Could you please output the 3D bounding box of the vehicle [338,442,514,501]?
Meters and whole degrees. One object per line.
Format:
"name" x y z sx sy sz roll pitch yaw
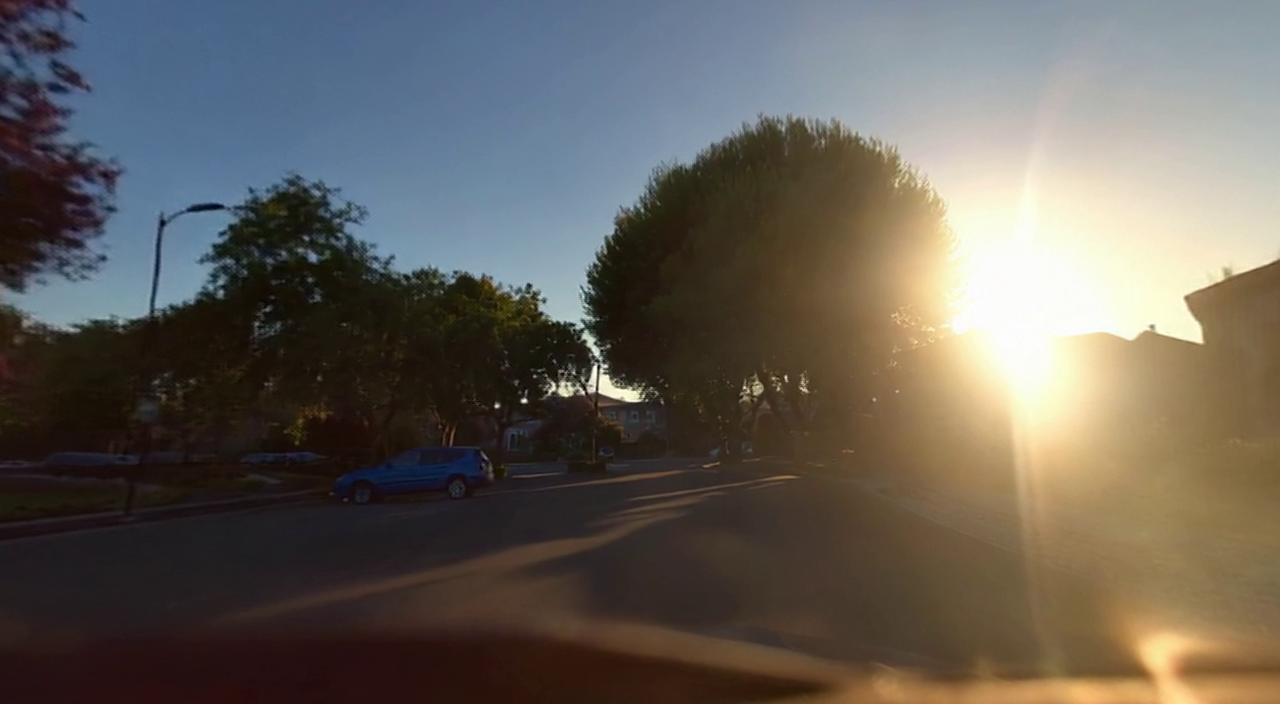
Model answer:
"vehicle" -6.459 3.626 19.403 4.692 1.660 1.879 -1 -9 5

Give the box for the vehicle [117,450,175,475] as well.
"vehicle" -31.950 7.068 40.791 4.764 1.487 2.002 -8 -12 42
